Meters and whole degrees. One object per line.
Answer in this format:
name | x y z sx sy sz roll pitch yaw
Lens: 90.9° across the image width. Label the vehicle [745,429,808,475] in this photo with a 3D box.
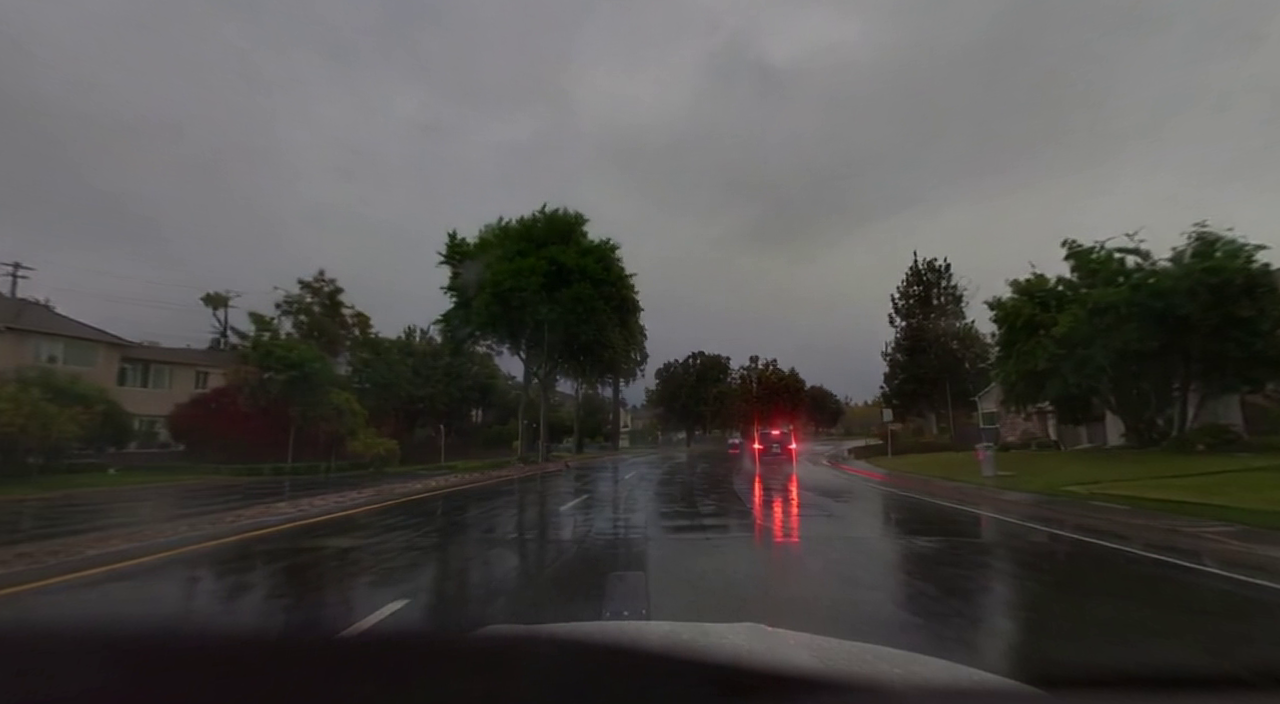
vehicle | 5.855 4.348 27.640 2.141 1.833 4.704 -1 -8 6
